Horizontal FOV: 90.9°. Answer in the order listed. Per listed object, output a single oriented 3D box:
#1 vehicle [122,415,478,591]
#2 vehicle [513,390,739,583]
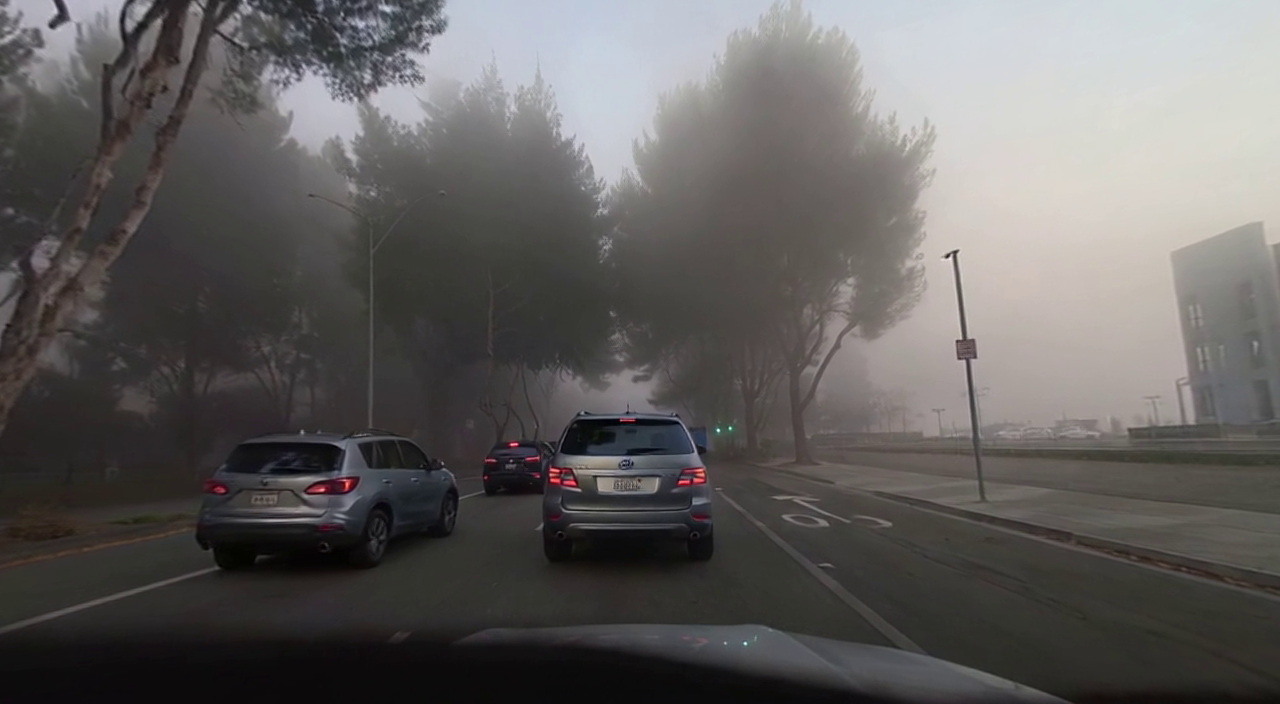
[{"bbox_3d":[-3.771,1.743,8.248,1.959,1.614,4.676,0,-8,1],"label":"vehicle"},{"bbox_3d":[-0.115,1.539,7.896,2.075,1.770,4.018,0,-8,0],"label":"vehicle"}]
